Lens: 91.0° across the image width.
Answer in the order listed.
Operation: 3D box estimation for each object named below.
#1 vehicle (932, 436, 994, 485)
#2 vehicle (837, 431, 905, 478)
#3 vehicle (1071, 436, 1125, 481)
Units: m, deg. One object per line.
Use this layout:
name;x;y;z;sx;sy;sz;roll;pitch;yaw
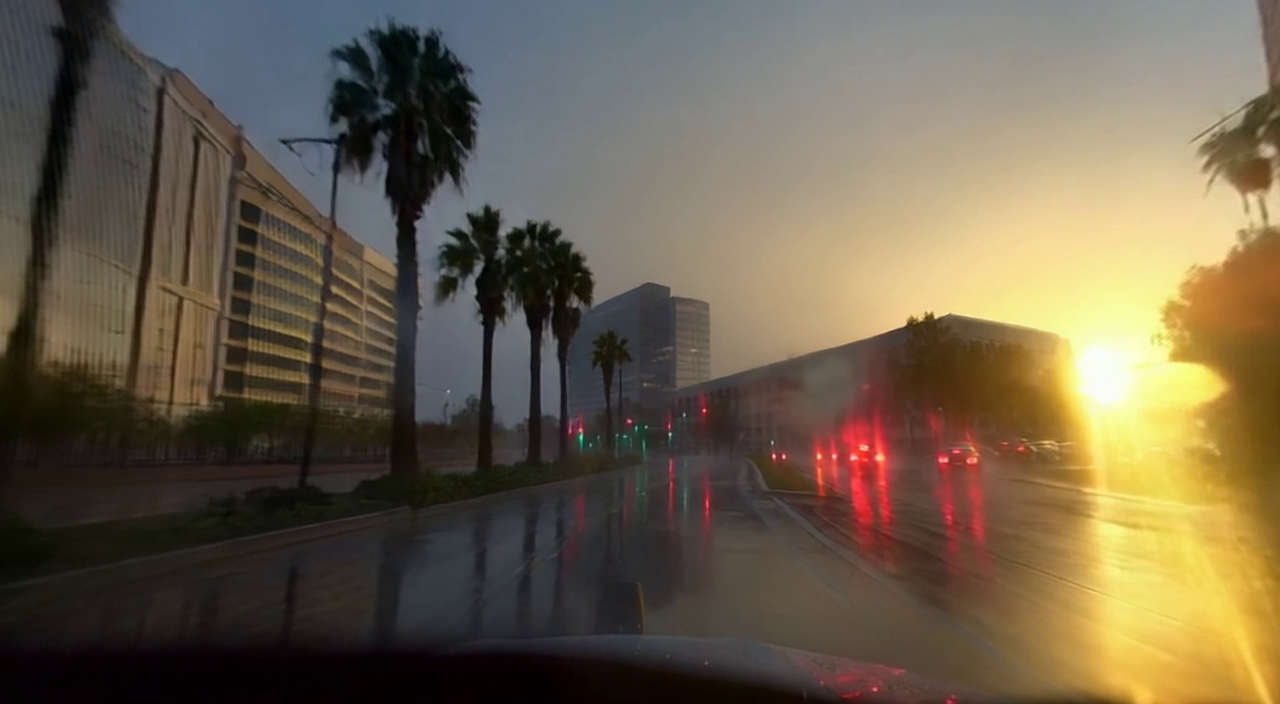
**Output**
vehicle;16.045;5.395;31.408;2.219;2.342;1.744;-1;-10;10
vehicle;11.628;5.141;31.878;1.813;2.150;3.038;2;-7;-13
vehicle;33.817;7.929;46.497;2.645;2.817;3.475;-11;-19;37
